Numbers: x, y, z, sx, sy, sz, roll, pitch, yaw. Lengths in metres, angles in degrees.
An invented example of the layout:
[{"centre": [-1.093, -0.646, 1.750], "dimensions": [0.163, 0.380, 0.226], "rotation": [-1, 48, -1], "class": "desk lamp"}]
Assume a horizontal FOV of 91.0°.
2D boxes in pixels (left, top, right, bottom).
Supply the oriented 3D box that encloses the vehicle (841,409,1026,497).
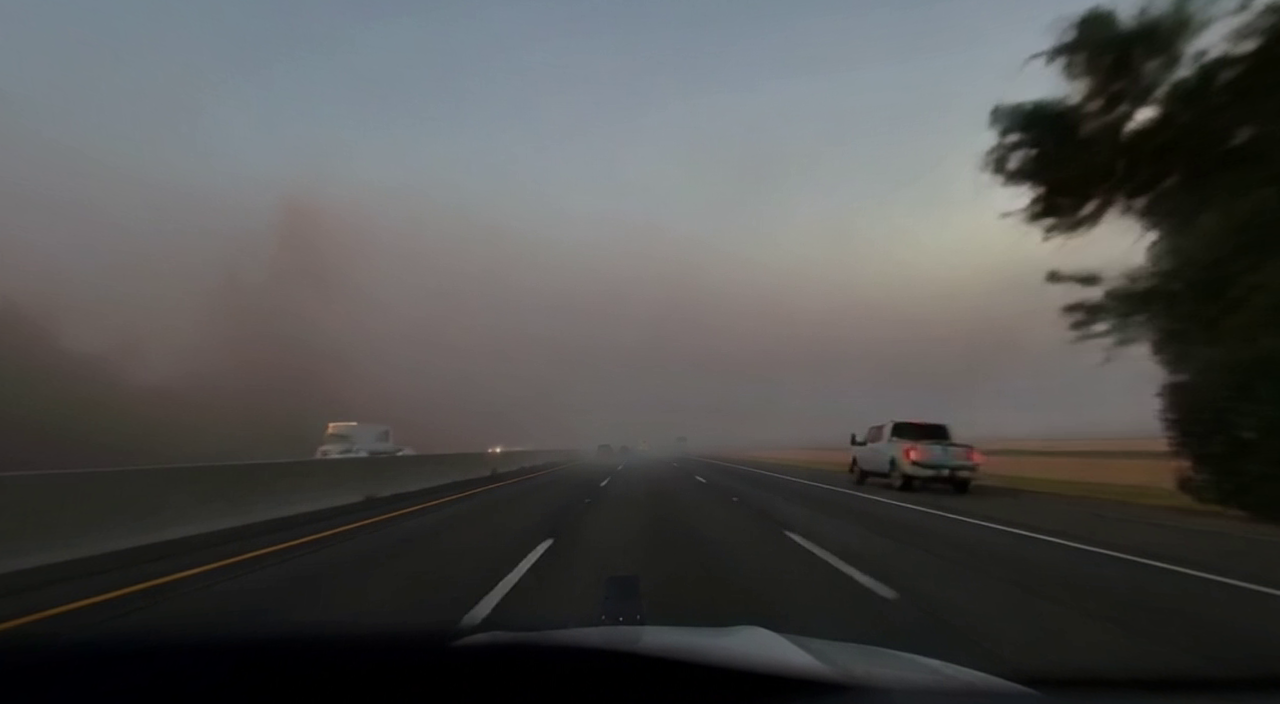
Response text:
[{"centre": [8.158, 2.919, 18.534], "dimensions": [2.440, 2.132, 6.219], "rotation": [0, -9, 0], "class": "vehicle"}]
